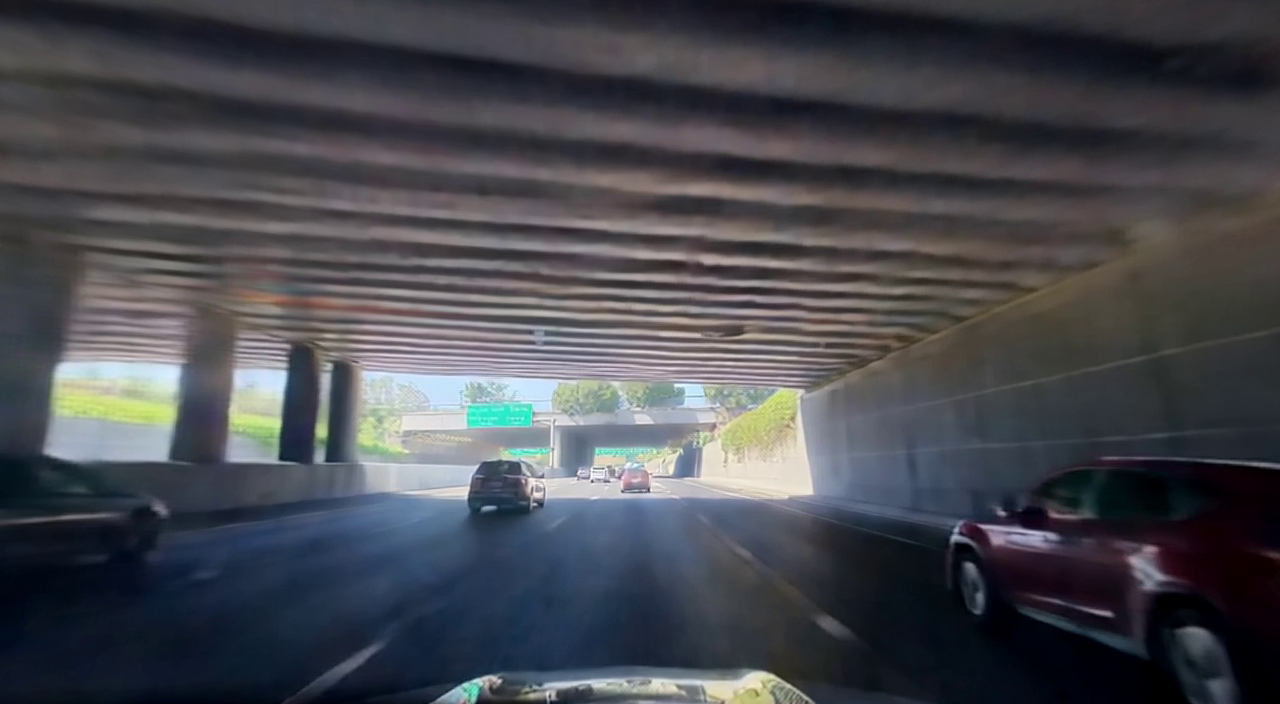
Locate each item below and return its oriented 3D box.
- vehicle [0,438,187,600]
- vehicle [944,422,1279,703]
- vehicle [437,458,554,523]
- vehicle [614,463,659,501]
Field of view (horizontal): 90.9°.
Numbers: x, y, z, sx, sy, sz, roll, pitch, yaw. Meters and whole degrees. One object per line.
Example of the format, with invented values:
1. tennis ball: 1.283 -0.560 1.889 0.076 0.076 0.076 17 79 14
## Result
1. vehicle: -7.258 1.612 6.133 2.142 1.545 4.708 1 -11 0
2. vehicle: 3.860 1.297 3.790 1.992 1.557 4.017 1 -11 -1
3. vehicle: -3.836 3.814 17.678 2.102 1.521 4.687 1 -11 1
4. vehicle: -0.178 6.094 29.735 1.992 1.601 3.762 1 -11 0
